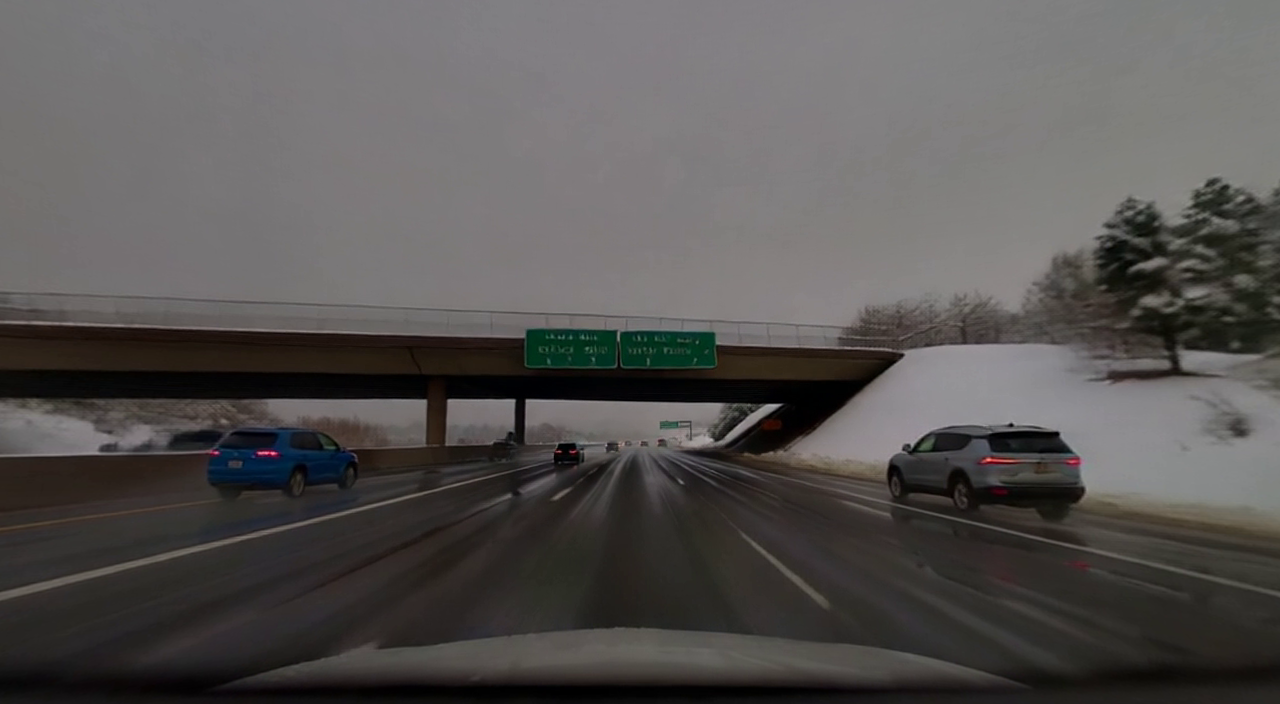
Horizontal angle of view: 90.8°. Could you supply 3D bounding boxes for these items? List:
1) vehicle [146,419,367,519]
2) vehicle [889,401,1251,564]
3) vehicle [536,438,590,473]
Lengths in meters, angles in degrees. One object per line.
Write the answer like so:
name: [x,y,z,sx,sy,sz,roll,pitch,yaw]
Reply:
vehicle: [-7.433,2.302,12.876,1.860,1.694,4.173,0,-9,0]
vehicle: [5.492,1.731,9.065,1.950,1.719,4.545,0,-9,0]
vehicle: [-3.487,4.795,29.456,1.925,1.509,4.363,0,-9,1]
